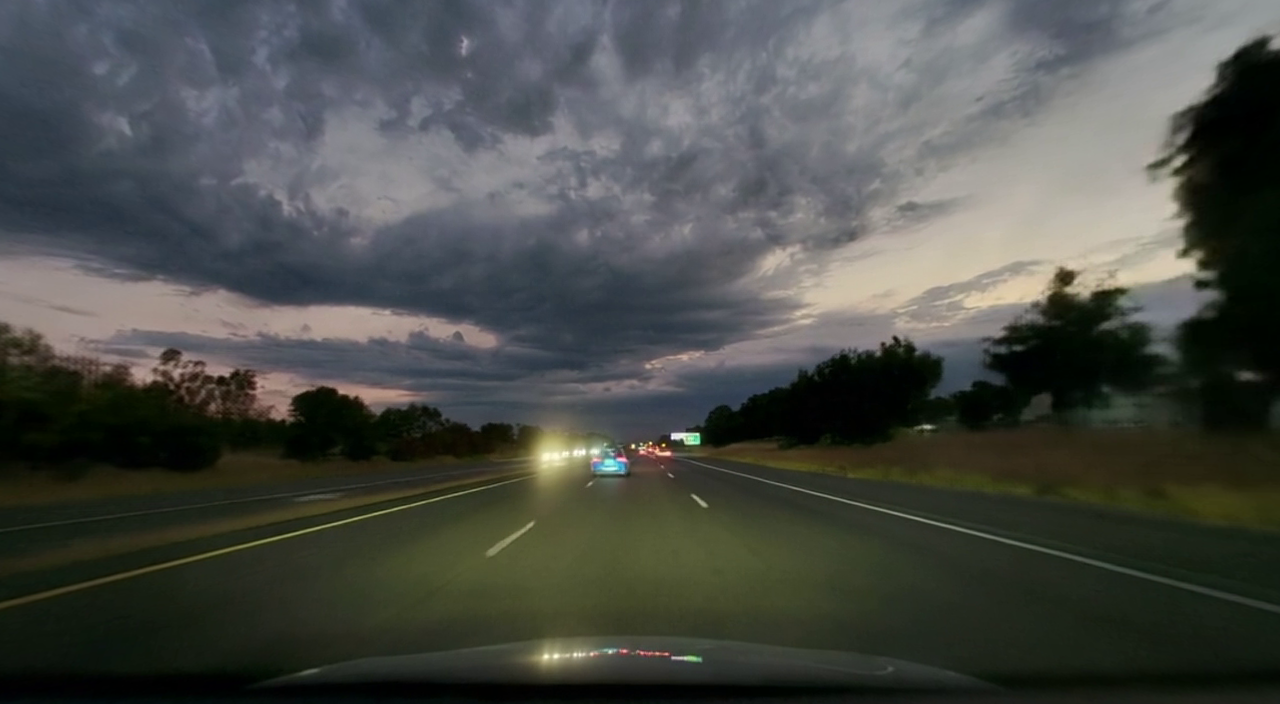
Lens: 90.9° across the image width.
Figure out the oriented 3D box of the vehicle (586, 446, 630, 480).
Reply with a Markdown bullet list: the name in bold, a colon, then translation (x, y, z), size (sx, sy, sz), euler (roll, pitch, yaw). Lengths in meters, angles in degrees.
- **vehicle**: translation (-1.476, 5.373, 30.603), size (1.916, 1.494, 4.335), euler (0, -9, 0)
